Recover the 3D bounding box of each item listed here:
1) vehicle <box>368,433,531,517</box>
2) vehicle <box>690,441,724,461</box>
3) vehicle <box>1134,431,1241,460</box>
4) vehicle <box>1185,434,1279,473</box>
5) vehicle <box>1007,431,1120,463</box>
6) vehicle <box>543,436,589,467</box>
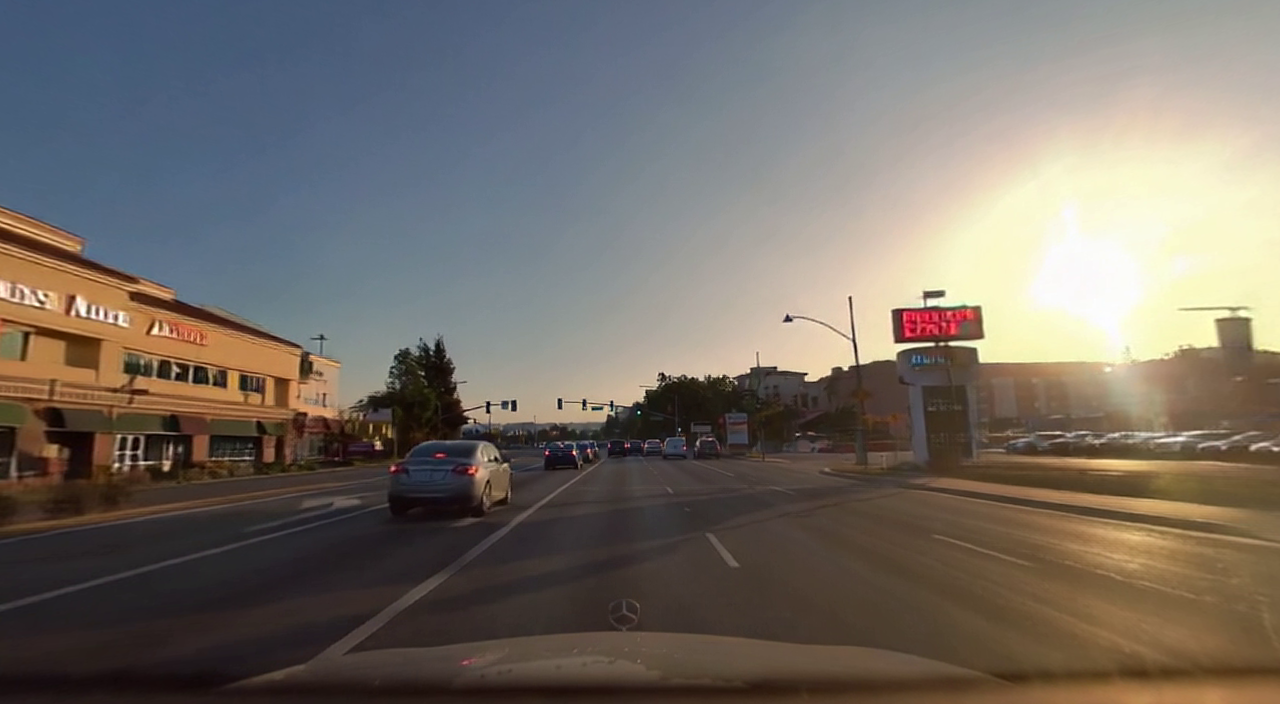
[{"bbox_3d":[-3.848,2.560,13.773,2.097,1.497,4.571,0,-8,1],"label":"vehicle"},{"bbox_3d":[5.070,7.565,48.474,2.017,1.453,4.497,0,-8,-2],"label":"vehicle"},{"bbox_3d":[30.473,5.233,35.313,3.985,1.490,2.047,-4,-9,25],"label":"vehicle"},{"bbox_3d":[25.208,4.027,25.182,4.799,1.497,1.952,-4,-9,22],"label":"vehicle"},{"bbox_3d":[23.421,5.281,35.187,4.824,1.693,1.984,-3,-9,21],"label":"vehicle"},{"bbox_3d":[-4.163,5.675,36.293,2.143,1.643,4.336,0,-8,0],"label":"vehicle"}]
